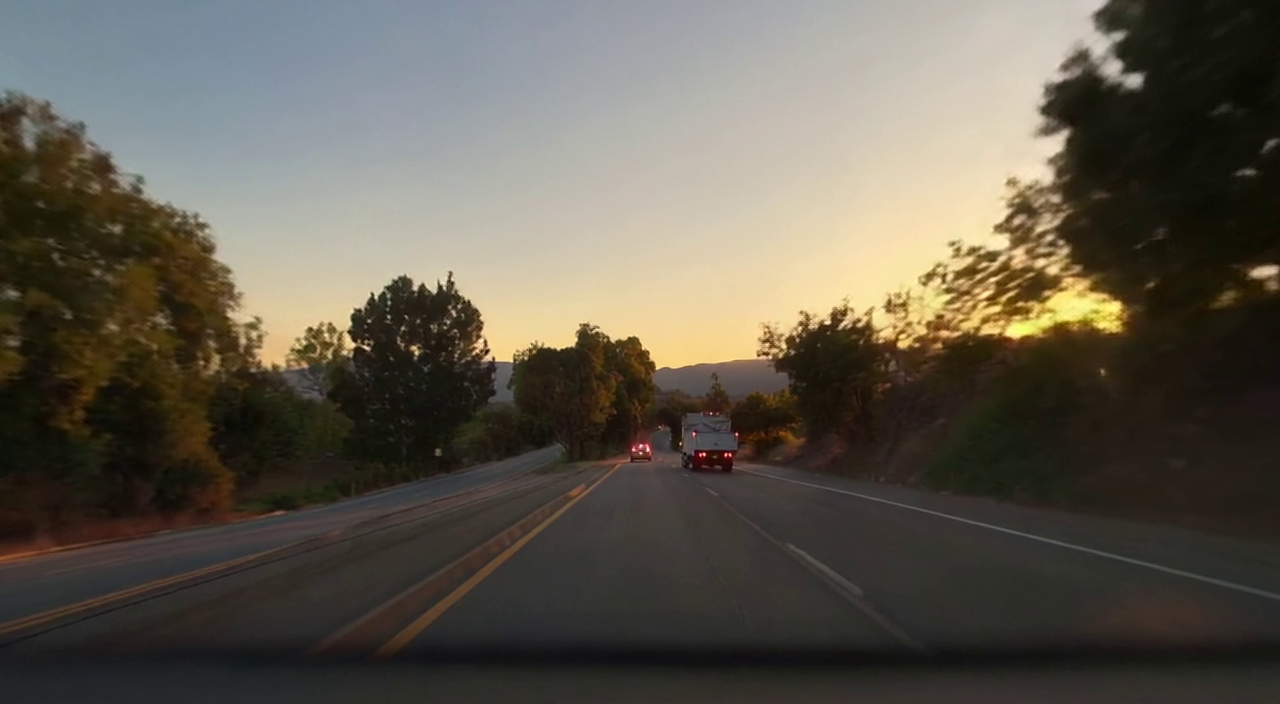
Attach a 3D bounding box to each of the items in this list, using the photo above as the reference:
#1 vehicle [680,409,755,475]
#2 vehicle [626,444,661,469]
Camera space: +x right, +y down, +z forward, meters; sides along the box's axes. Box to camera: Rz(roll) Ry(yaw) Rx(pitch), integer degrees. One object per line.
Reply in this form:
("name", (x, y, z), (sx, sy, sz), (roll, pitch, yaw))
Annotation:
("vehicle", (4.030, 4.968, 34.672), (3.015, 3.211, 7.982), (0, -8, -1))
("vehicle", (0.225, 6.876, 41.667), (2.170, 1.544, 4.373), (0, -8, 0))
